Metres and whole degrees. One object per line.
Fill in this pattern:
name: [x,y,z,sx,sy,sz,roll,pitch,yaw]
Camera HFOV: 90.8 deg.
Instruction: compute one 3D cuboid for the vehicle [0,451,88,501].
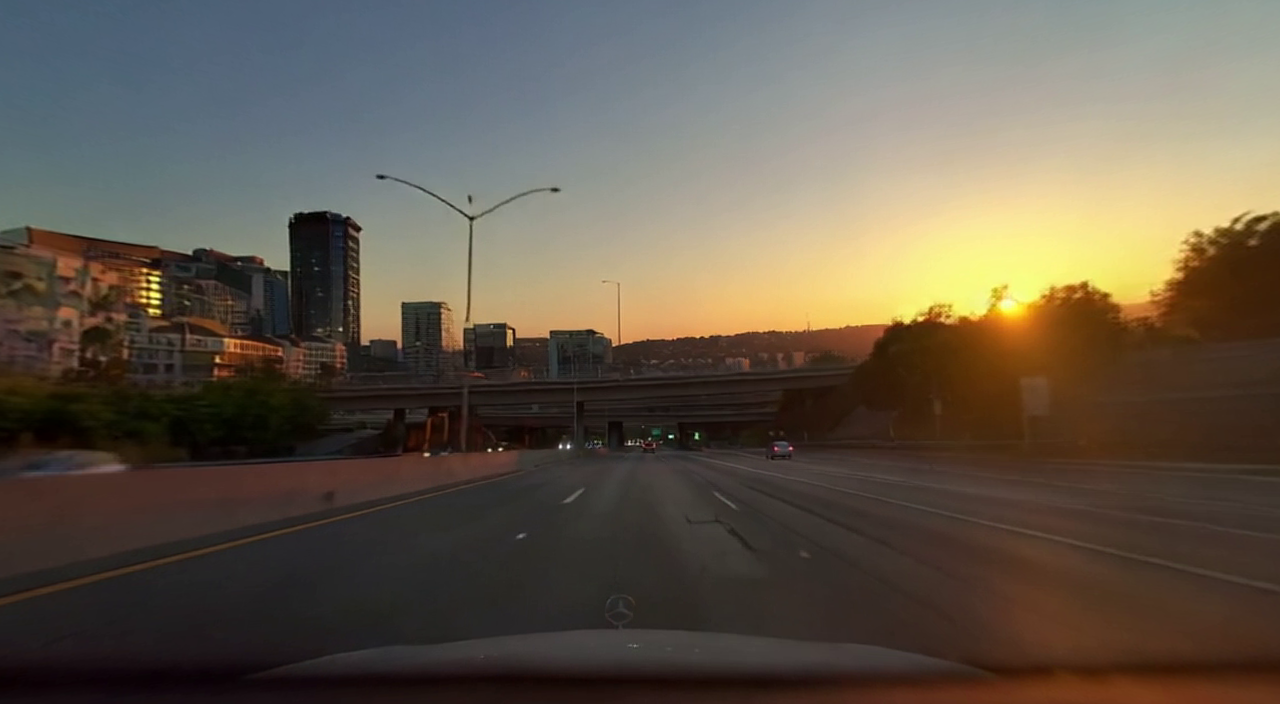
vehicle: [-21.215,4.101,21.012,1.986,1.520,4.053,0,-9,-1]
